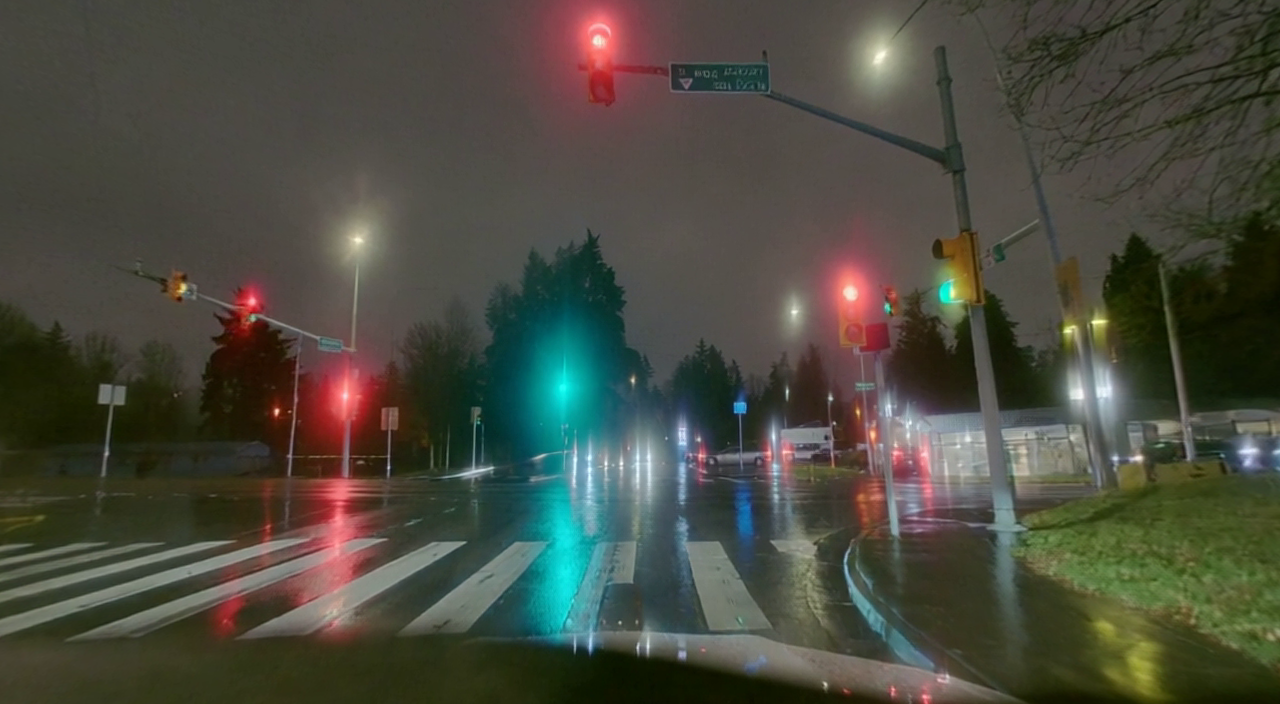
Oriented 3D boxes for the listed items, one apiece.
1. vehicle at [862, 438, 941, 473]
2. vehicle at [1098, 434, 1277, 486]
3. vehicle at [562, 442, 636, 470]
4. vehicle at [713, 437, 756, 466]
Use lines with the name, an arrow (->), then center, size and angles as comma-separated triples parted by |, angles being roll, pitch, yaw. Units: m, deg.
vehicle -> 12.411, 5.033, 30.213 | 1.922, 1.529, 3.964 | 0, -11, -2
vehicle -> 16.801, 3.320, 19.492 | 3.876, 1.512, 1.784 | 0, -8, -1
vehicle -> -2.458, 6.163, 37.532 | 3.991, 1.526, 1.868 | -5, -9, 31
vehicle -> 6.882, 7.235, 46.109 | 1.491, 2.041, 2.964 | 6, -10, -36
